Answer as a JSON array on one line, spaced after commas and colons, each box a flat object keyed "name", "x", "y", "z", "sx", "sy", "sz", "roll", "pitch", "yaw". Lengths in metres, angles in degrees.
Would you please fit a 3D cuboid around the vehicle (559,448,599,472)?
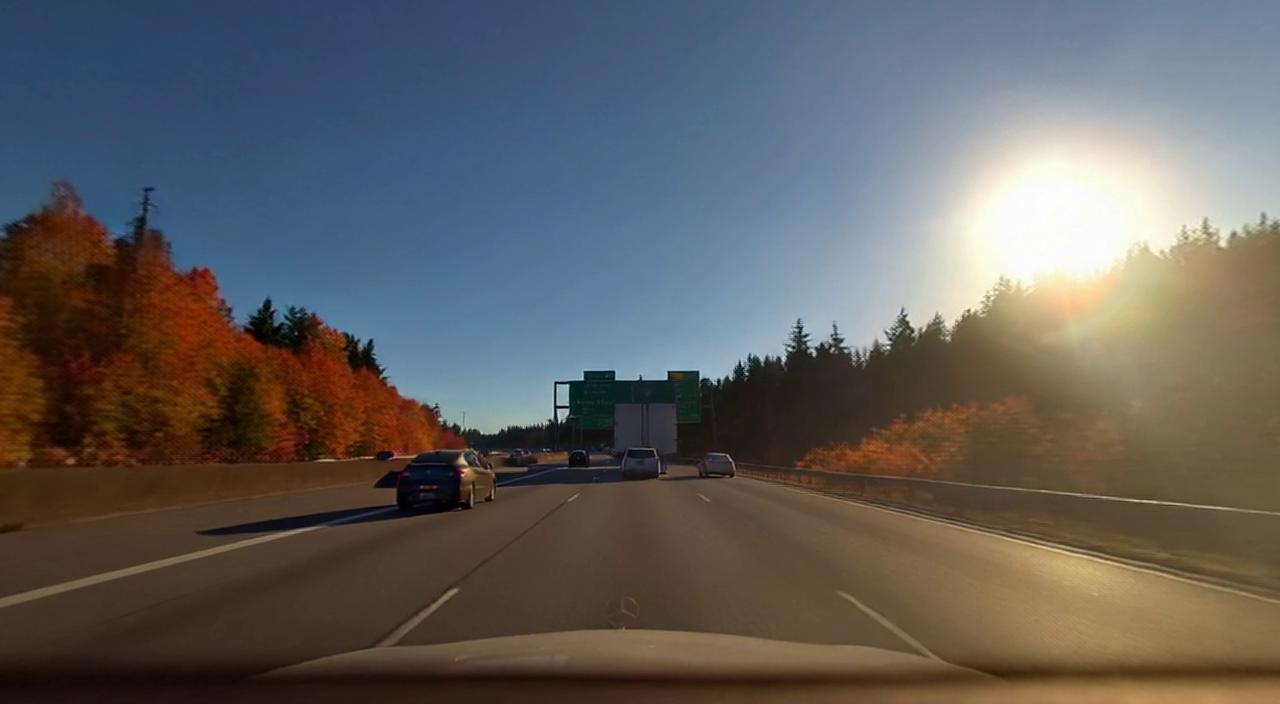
[{"name": "vehicle", "x": -4.478, "y": 7.995, "z": 46.654, "sx": 2.545, "sy": 1.679, "sz": 4.267, "roll": 0, "pitch": -9, "yaw": 0}]

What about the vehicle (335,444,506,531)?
[{"name": "vehicle", "x": -4.229, "y": 2.662, "z": 12.909, "sx": 2.017, "sy": 1.469, "sz": 4.113, "roll": 0, "pitch": -9, "yaw": 0}]

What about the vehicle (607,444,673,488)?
[{"name": "vehicle", "x": -0.004, "y": 4.860, "z": 27.029, "sx": 2.634, "sy": 1.679, "sz": 4.070, "roll": 0, "pitch": -9, "yaw": 0}]

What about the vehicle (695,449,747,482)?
[{"name": "vehicle", "x": 4.148, "y": 5.845, "z": 32.658, "sx": 2.035, "sy": 1.571, "sz": 4.413, "roll": 0, "pitch": -9, "yaw": -1}]
